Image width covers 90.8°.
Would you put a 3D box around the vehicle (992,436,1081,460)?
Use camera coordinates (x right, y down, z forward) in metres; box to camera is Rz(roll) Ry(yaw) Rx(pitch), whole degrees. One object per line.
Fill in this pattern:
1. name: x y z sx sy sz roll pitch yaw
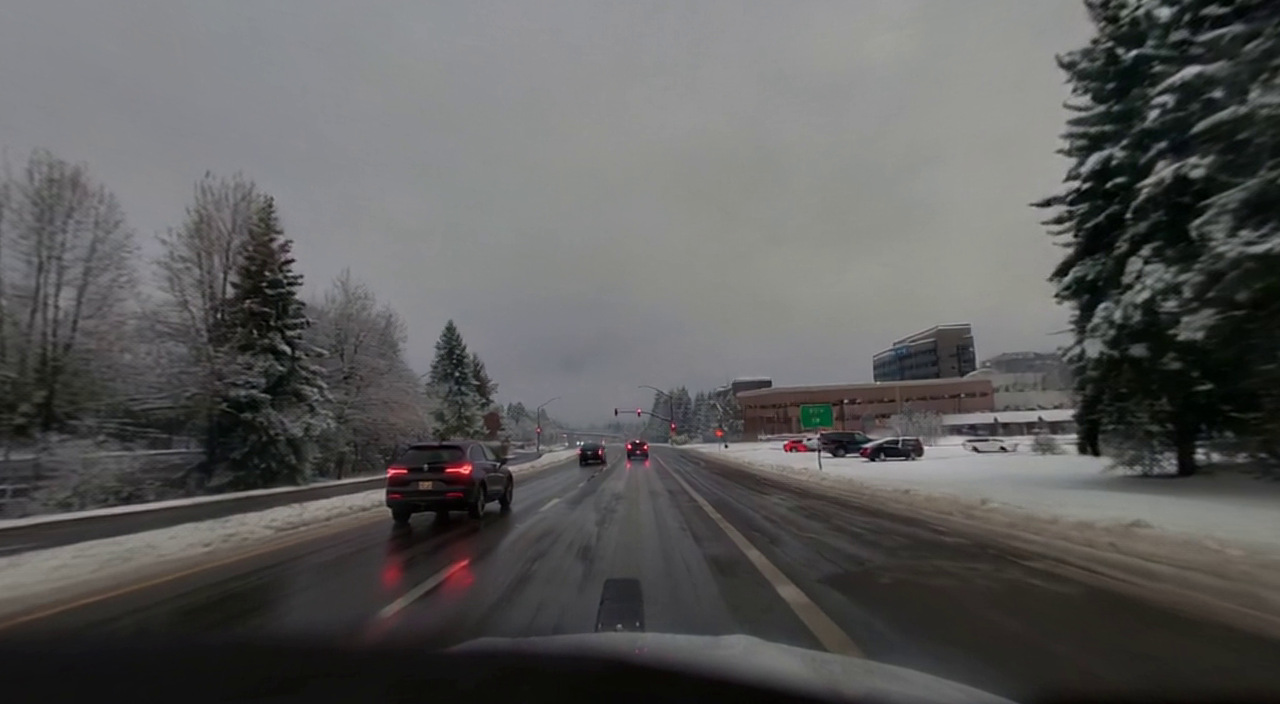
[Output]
1. vehicle: 25.131 6.106 40.221 4.528 1.450 1.889 -4 -9 25

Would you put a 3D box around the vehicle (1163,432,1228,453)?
1. vehicle: 39.799 6.497 45.256 4.054 1.449 1.816 3 -9 -23

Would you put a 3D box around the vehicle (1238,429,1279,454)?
1. vehicle: 40.395 5.684 40.089 3.959 1.533 1.964 4 -9 -24

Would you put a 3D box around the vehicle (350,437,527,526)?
1. vehicle: -3.803 2.522 12.935 1.920 1.480 4.549 -1 -9 3

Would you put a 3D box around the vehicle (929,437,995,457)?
1. vehicle: 25.031 7.386 49.099 4.387 1.477 1.949 -5 -10 30

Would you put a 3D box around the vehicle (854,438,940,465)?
1. vehicle: 14.908 5.749 36.619 4.505 1.472 2.020 4 -10 -26

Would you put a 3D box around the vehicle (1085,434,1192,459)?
1. vehicle: 29.664 5.656 37.770 4.650 1.445 1.982 -5 -10 28
